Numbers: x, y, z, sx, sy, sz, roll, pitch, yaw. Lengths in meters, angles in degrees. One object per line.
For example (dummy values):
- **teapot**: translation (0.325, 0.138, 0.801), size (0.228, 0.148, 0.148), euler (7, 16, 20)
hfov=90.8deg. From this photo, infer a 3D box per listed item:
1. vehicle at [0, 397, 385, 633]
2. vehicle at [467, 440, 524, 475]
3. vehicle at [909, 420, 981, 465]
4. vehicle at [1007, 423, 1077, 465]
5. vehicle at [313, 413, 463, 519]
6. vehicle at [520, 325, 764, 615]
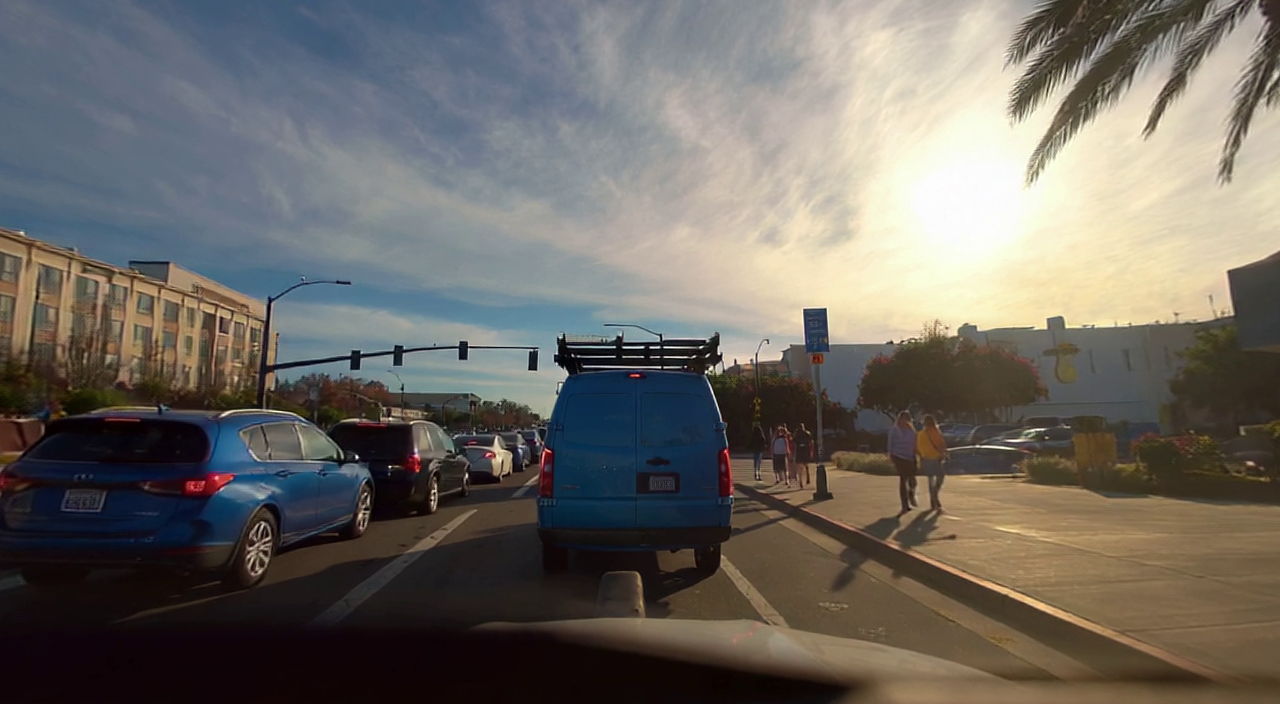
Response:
- **vehicle**: translation (-4.402, 1.470, 6.668), size (1.986, 1.643, 4.315), euler (1, -9, -6)
- **vehicle**: translation (-6.847, 4.887, 29.565), size (1.818, 1.479, 4.428), euler (4, -9, -22)
- **vehicle**: translation (12.644, 3.760, 26.050), size (2.046, 1.675, 3.924), euler (-6, -10, 33)
- **vehicle**: translation (15.780, 3.619, 24.720), size (2.048, 1.475, 3.972), euler (-6, -10, 34)
- **vehicle**: translation (-5.215, 2.414, 13.887), size (2.089, 1.854, 5.022), euler (2, -9, -11)
- **vehicle**: translation (-0.205, 1.221, 7.159), size (1.902, 2.238, 4.263), euler (1, -9, -6)
